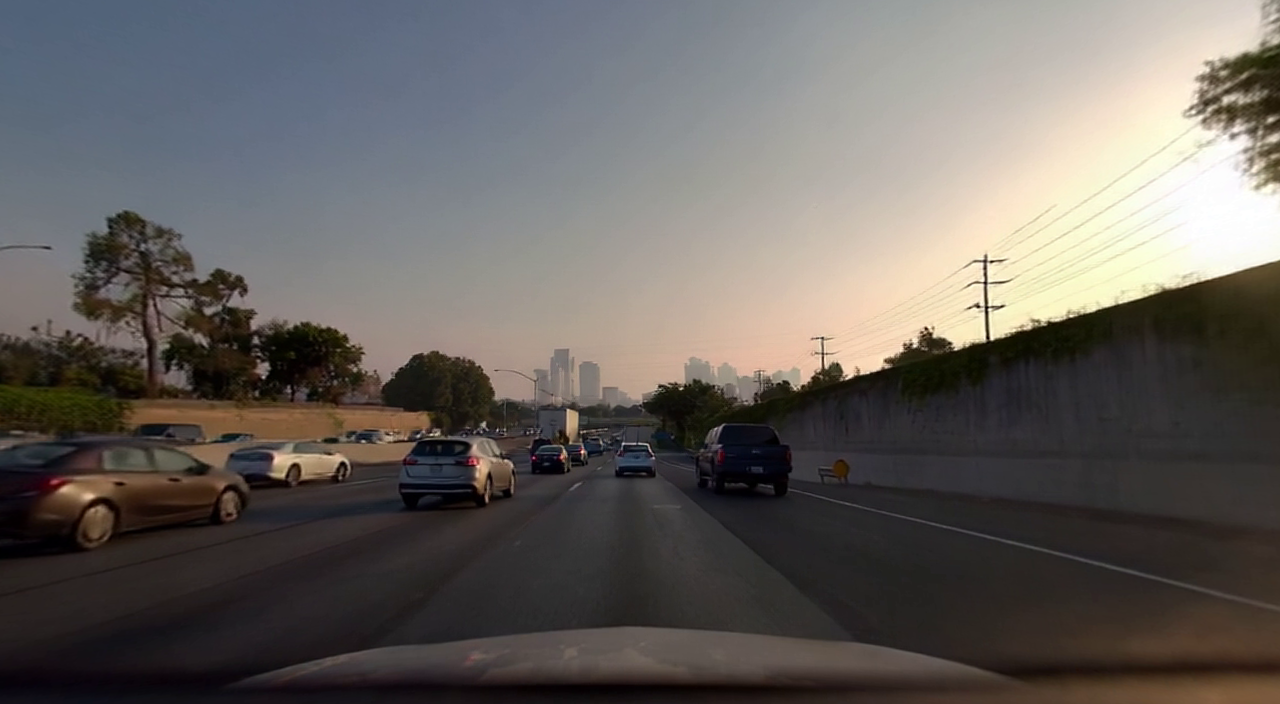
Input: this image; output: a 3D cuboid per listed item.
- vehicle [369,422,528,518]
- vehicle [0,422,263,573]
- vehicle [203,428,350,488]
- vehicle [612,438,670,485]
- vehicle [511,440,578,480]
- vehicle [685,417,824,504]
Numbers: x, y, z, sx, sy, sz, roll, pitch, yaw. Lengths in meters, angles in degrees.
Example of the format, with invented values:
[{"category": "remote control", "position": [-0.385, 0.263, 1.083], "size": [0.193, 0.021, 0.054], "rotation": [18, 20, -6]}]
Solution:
[{"category": "vehicle", "position": [-3.903, 2.484, 13.822], "size": [2.026, 1.719, 4.490], "rotation": [0, -8, 0]}, {"category": "vehicle", "position": [-7.491, 1.773, 8.402], "size": [1.985, 1.529, 4.710], "rotation": [0, -8, 1]}, {"category": "vehicle", "position": [-11.244, 3.301, 19.984], "size": [1.897, 1.655, 4.543], "rotation": [0, -8, 1]}, {"category": "vehicle", "position": [0.049, 4.199, 24.526], "size": [2.092, 1.671, 3.889], "rotation": [0, -8, 1]}, {"category": "vehicle", "position": [-3.889, 4.481, 26.549], "size": [2.049, 1.530, 4.707], "rotation": [0, -8, 1]}, {"category": "vehicle", "position": [3.028, 3.086, 18.437], "size": [2.793, 2.132, 5.682], "rotation": [0, -8, -2]}]
